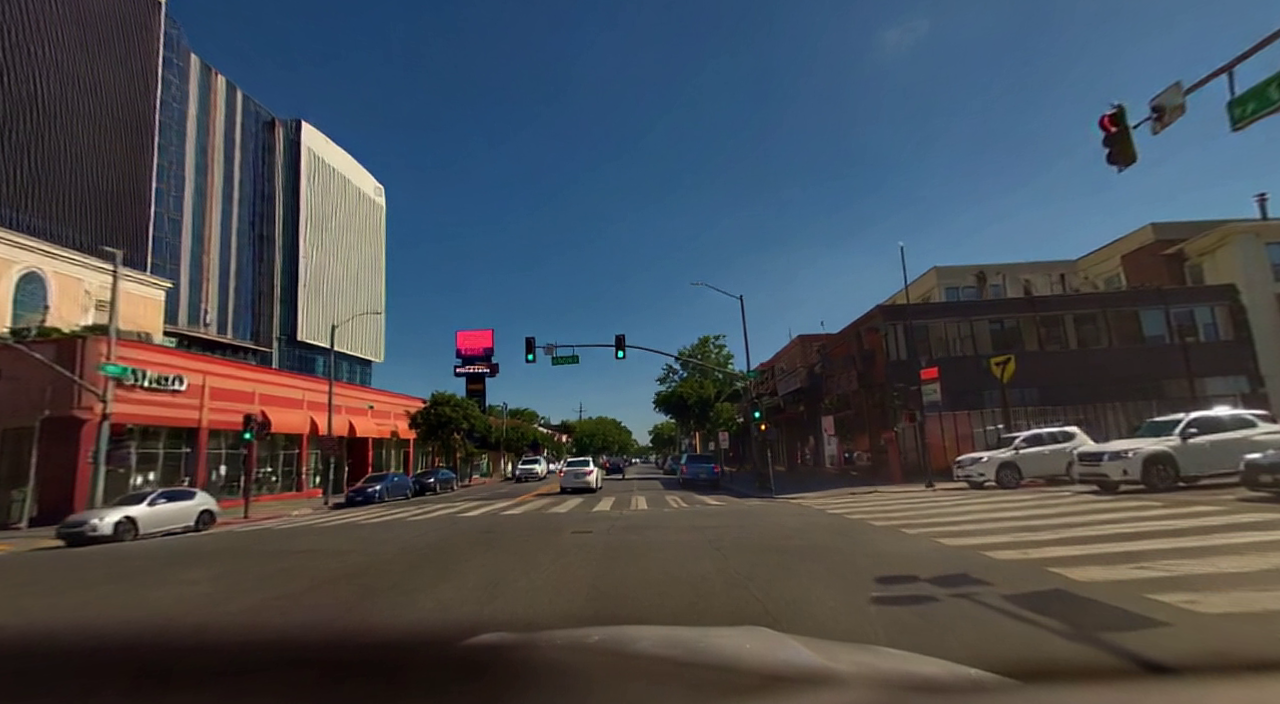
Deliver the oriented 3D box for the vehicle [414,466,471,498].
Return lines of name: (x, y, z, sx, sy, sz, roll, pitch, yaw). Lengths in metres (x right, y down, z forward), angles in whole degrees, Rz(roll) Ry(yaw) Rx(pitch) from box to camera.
vehicle: (-11.697, 7.712, 37.613, 1.933, 1.628, 3.973, -1, -8, 3)

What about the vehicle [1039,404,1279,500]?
vehicle: (12.812, 2.323, 14.981, 5.004, 1.771, 2.159, -5, -8, 2)

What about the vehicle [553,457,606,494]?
vehicle: (-2.718, 5.649, 29.167, 1.973, 1.496, 3.713, 0, -8, 2)

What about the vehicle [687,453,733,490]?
vehicle: (3.631, 6.292, 33.574, 1.924, 1.765, 3.954, 0, -8, -1)

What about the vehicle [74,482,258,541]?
vehicle: (-15.927, 5.322, 21.524, 1.999, 1.466, 4.535, -4, -9, 22)

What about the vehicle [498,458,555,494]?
vehicle: (-5.588, 6.141, 31.529, 1.942, 1.559, 4.298, 0, -8, 2)

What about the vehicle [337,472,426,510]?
vehicle: (-12.108, 6.529, 29.931, 1.934, 1.434, 4.636, -1, -8, 5)

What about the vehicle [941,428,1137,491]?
vehicle: (11.340, 3.089, 18.185, 4.288, 1.689, 1.909, 0, -8, 2)
